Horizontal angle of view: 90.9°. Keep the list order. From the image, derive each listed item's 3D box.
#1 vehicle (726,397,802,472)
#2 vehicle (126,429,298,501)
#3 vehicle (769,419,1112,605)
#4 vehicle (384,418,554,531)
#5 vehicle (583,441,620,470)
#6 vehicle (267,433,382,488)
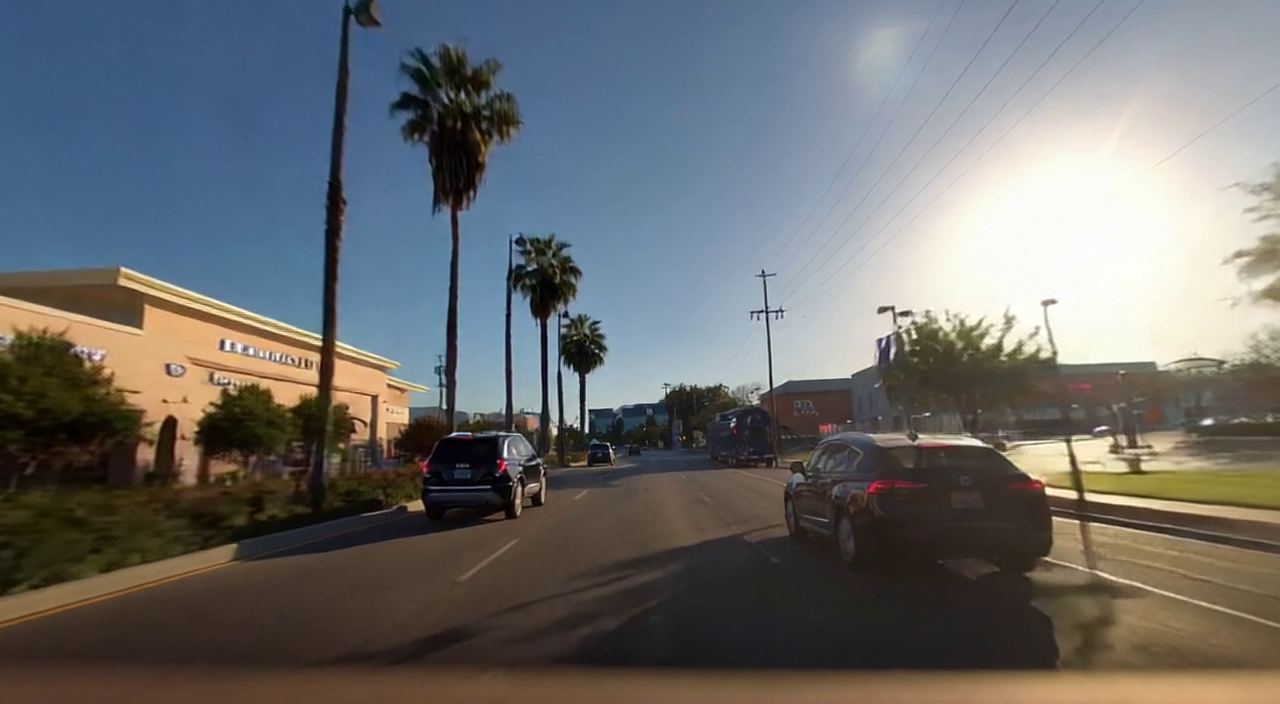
[{"bbox_3d":[7.240,5.035,38.106,2.902,3.992,8.073,0,-8,0],"label":"vehicle"},{"bbox_3d":[-21.659,5.736,32.756,2.989,3.225,8.285,0,-8,0],"label":"vehicle"},{"bbox_3d":[2.900,1.625,7.319,1.946,1.513,4.133,0,-8,0],"label":"vehicle"},{"bbox_3d":[-3.066,2.312,12.440,2.058,1.804,4.391,0,-8,1],"label":"vehicle"},{"bbox_3d":[-2.402,6.610,40.374,1.998,1.743,4.402,0,-8,1],"label":"vehicle"},{"bbox_3d":[-21.439,7.401,43.702,3.030,3.354,9.135,0,-8,2],"label":"vehicle"}]
